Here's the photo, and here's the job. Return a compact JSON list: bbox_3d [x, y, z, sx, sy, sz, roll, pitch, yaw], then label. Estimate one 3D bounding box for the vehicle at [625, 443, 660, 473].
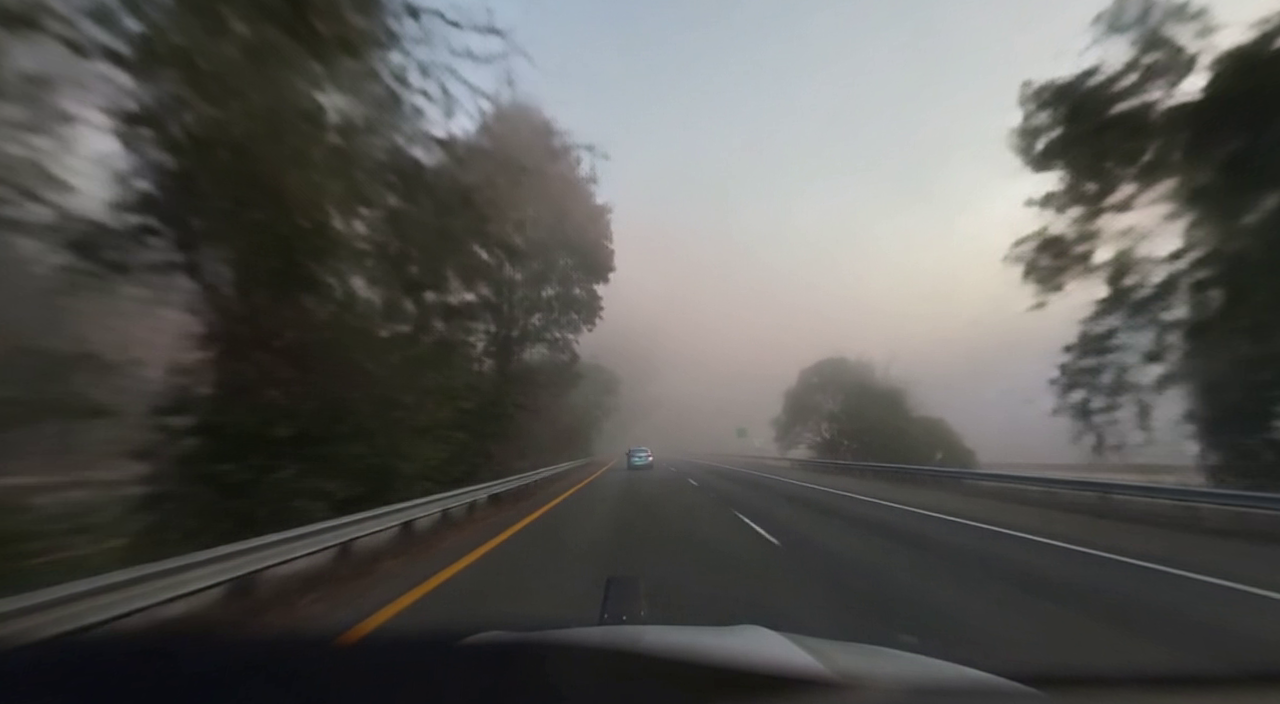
[{"bbox_3d":[0.133,6.344,37.884,1.987,1.658,3.620,0,-9,0],"label":"vehicle"}]
